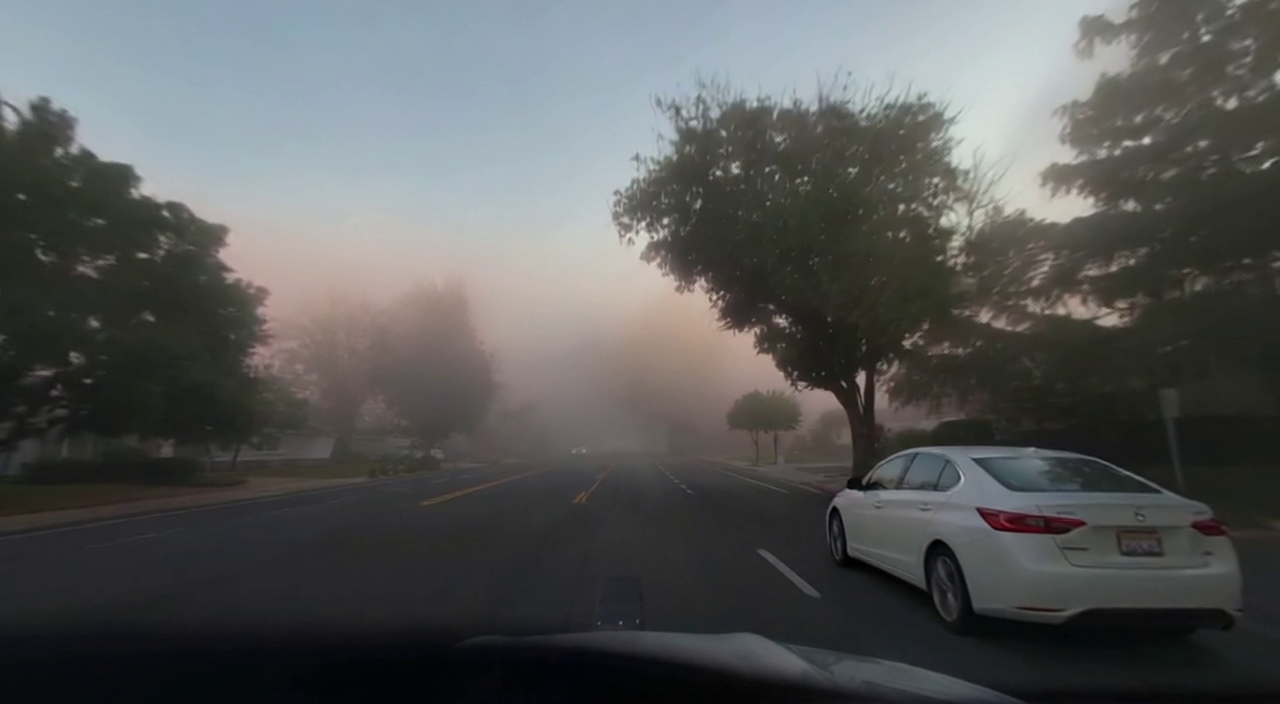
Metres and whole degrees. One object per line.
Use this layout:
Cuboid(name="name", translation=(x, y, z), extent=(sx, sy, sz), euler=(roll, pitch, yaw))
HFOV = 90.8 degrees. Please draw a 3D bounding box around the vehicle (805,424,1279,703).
Cuboid(name="vehicle", translation=(3.094, 1.471, 5.590), extent=(2.057, 1.493, 4.225), euler=(0, -9, -1))
